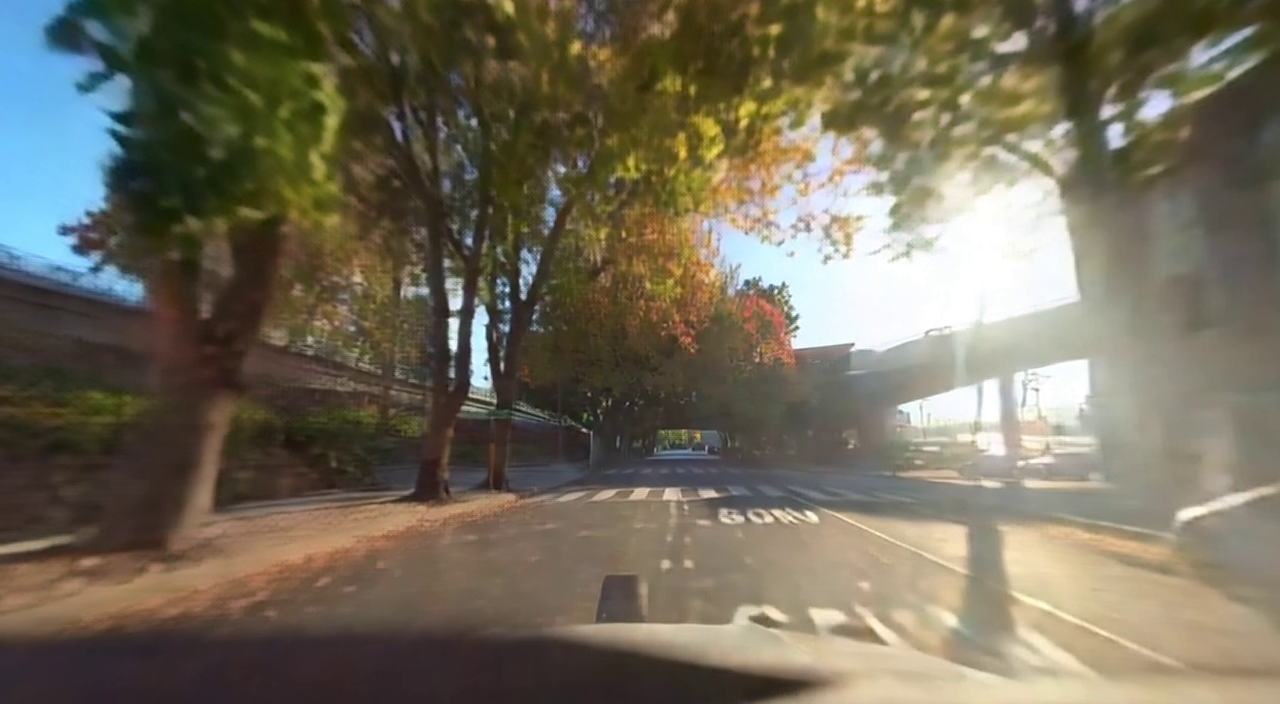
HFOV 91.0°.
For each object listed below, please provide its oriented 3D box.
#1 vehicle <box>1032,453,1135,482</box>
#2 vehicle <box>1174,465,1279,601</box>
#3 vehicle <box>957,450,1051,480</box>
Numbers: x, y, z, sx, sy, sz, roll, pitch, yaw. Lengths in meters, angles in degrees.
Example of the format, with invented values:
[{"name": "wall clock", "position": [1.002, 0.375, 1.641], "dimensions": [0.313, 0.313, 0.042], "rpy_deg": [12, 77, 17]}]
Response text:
[{"name": "vehicle", "position": [25.542, 6.605, 36.399], "dimensions": [1.842, 1.508, 4.412], "rpy_deg": [7, -11, -35]}, {"name": "vehicle", "position": [8.286, 1.932, 6.178], "dimensions": [2.067, 1.498, 4.771], "rpy_deg": [0, -9, 3]}, {"name": "vehicle", "position": [21.608, 6.690, 37.522], "dimensions": [2.066, 1.654, 4.269], "rpy_deg": [7, -11, -35]}]
